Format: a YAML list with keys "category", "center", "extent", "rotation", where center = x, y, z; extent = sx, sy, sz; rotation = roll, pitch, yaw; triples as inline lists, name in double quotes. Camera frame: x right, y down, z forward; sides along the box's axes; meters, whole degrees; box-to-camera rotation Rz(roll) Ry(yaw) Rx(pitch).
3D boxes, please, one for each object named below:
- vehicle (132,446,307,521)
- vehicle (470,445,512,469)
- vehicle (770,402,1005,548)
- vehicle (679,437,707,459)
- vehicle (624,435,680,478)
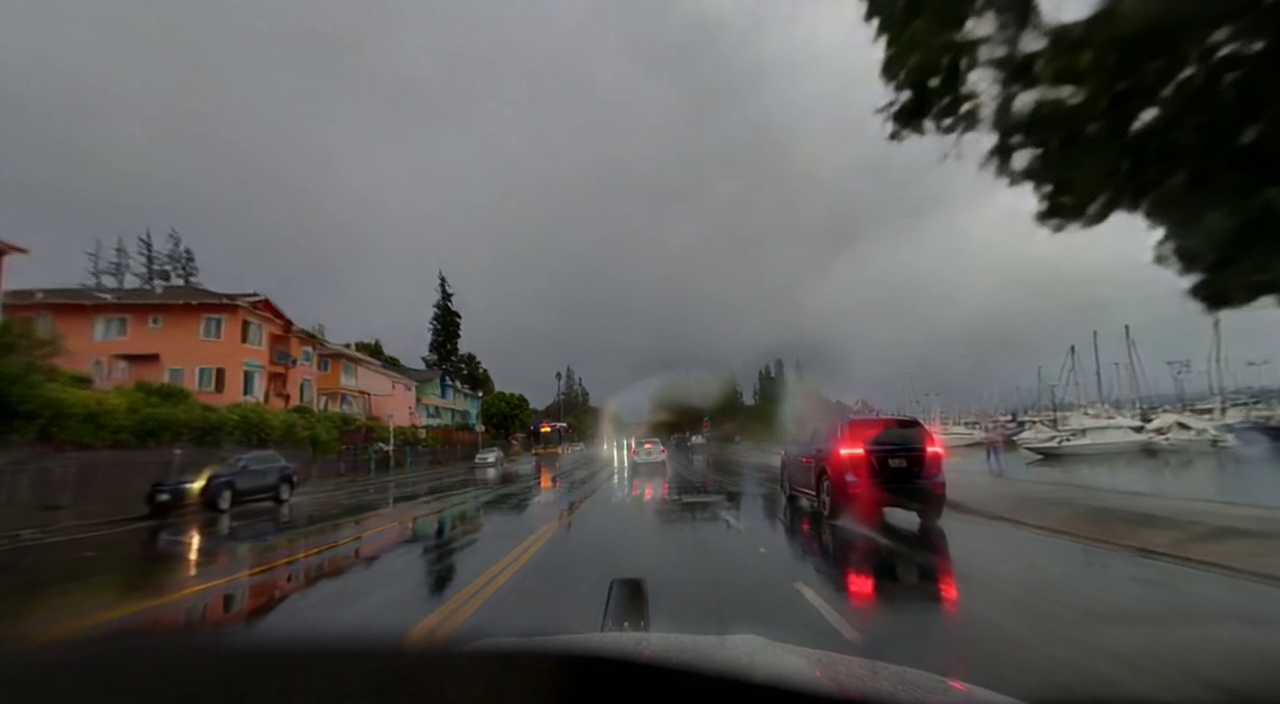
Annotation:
- category: "vehicle"
  center: [-10.341, 3.209, 15.924]
  extent: [1.701, 1.528, 3.881]
  rotation: [-1, -7, 1]
- category: "vehicle"
  center: [-10.105, 7.120, 42.922]
  extent: [1.731, 1.489, 3.841]
  rotation: [-1, -8, 3]
- category: "vehicle"
  center: [3.589, 1.877, 10.223]
  extent: [2.000, 1.809, 4.405]
  rotation: [0, -8, 0]
- category: "vehicle"
  center: [4.120, 7.576, 49.594]
  extent: [1.876, 1.626, 3.851]
  rotation: [0, -8, 0]
- category: "vehicle"
  center: [0.462, 4.269, 26.003]
  extent: [2.132, 1.632, 3.838]
  rotation: [0, -8, 0]
